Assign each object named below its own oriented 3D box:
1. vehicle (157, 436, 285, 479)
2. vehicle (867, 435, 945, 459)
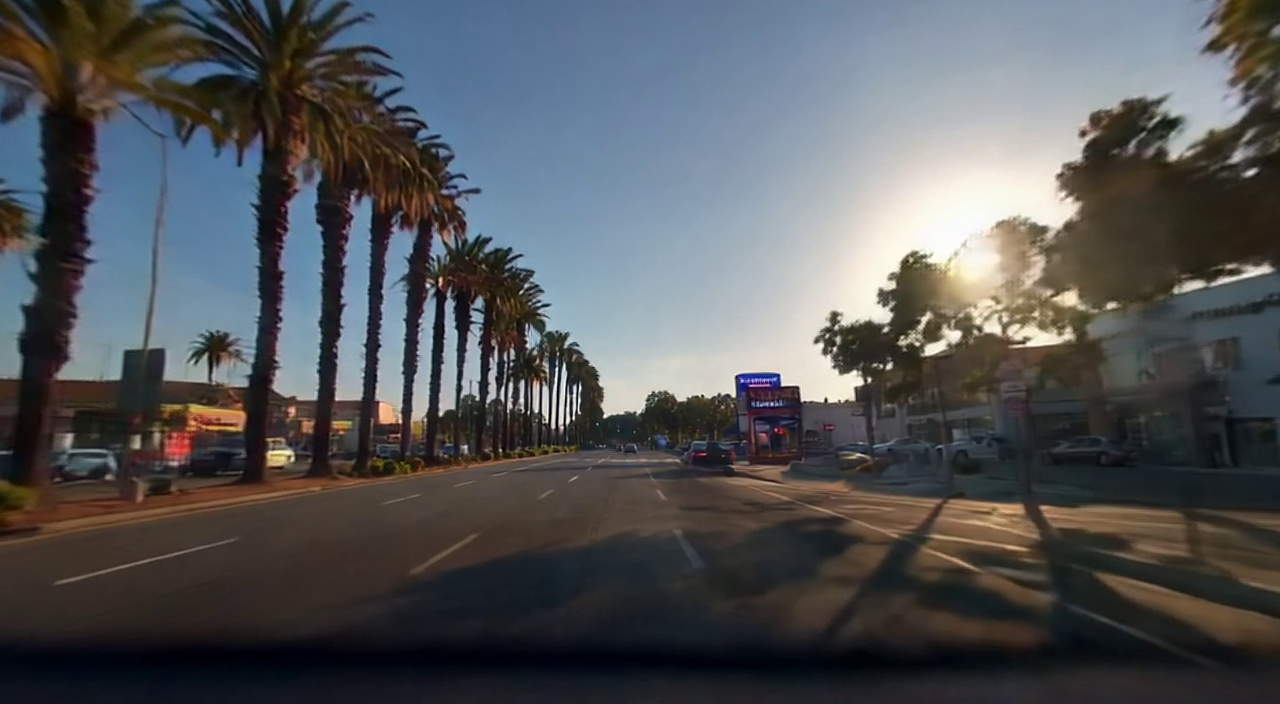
[{"bbox_3d":[-20.120,5.059,30.799,2.226,1.860,5.857,0,-8,0],"label":"vehicle"},{"bbox_3d":[18.813,6.704,44.780,4.552,1.649,2.187,0,-8,-4],"label":"vehicle"}]
